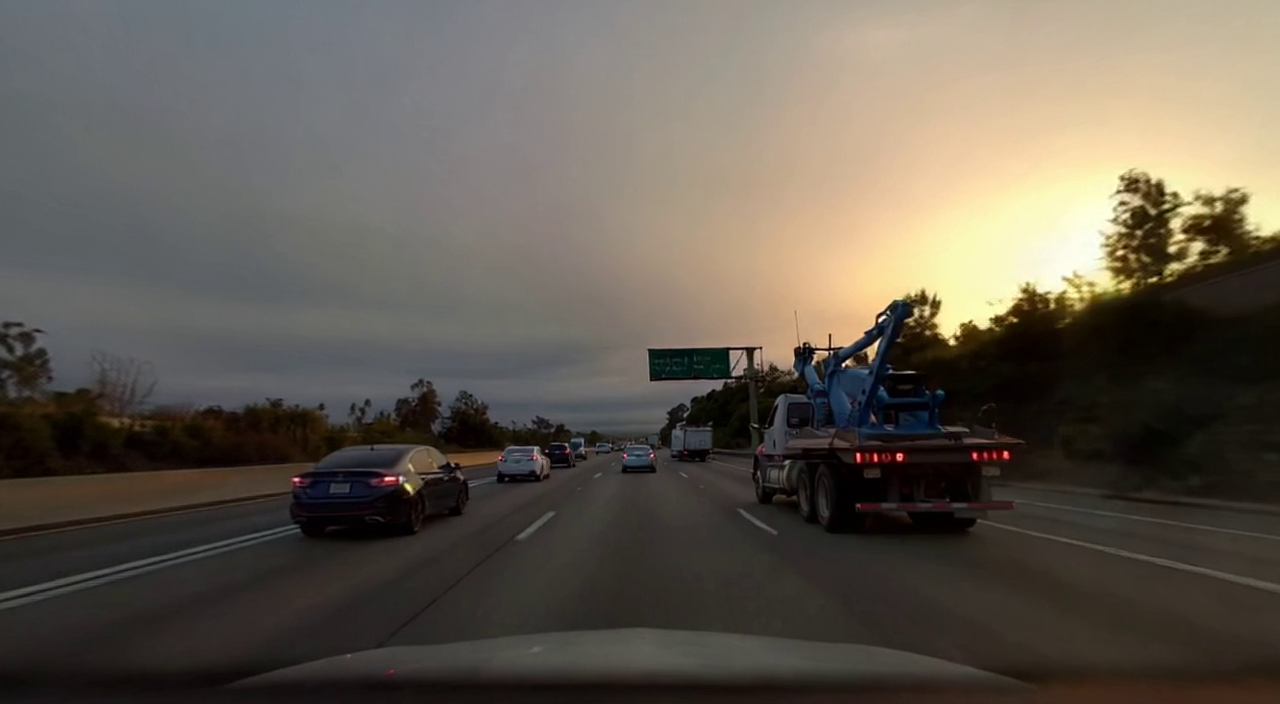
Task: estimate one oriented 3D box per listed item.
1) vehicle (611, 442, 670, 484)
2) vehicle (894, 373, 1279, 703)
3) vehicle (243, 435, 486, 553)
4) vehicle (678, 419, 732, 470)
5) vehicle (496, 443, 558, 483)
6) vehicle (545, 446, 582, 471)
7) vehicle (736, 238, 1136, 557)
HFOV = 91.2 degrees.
[{"bbox_3d":[-0.039,4.303,24.583,2.150,1.498,3.988,0,-9,-2],"label":"vehicle"},{"bbox_3d":[4.083,1.088,3.883,2.599,1.631,5.693,0,-9,0],"label":"vehicle"},{"bbox_3d":[-4.181,2.219,10.577,1.880,1.507,4.757,0,-9,1],"label":"vehicle"},{"bbox_3d":[3.868,5.732,38.853,2.416,2.829,7.016,0,-9,-1],"label":"vehicle"},{"bbox_3d":[-4.600,4.589,26.110,1.858,1.527,3.974,0,-9,0],"label":"vehicle"},{"bbox_3d":[-4.819,6.766,39.979,1.924,1.481,4.264,0,-9,-1],"label":"vehicle"},{"bbox_3d":[3.926,1.098,11.308,2.975,3.618,8.456,0,-9,0],"label":"vehicle"}]
